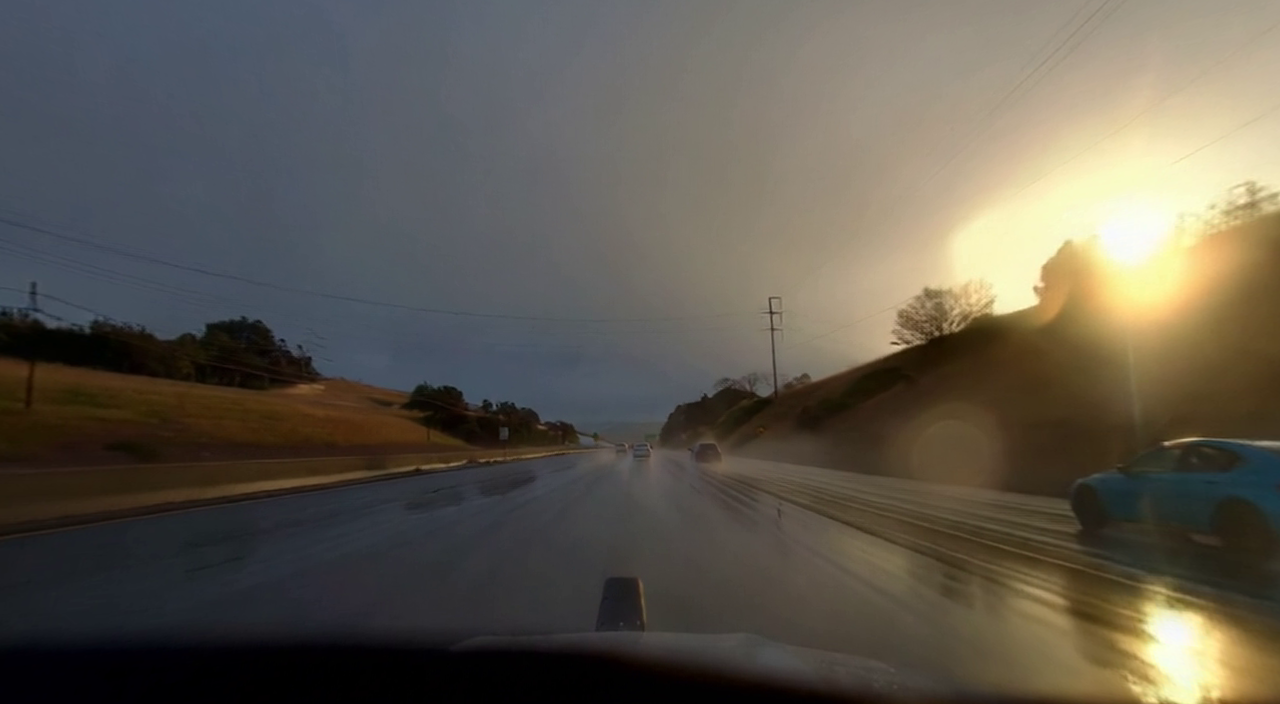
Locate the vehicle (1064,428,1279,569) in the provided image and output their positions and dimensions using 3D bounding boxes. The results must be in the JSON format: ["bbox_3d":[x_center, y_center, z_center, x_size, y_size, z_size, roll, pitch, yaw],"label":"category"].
[{"bbox_3d":[8.087,1.799,8.076,1.970,1.545,4.818,0,-8,0],"label":"vehicle"}]

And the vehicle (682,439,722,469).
[{"bbox_3d":[3.941,6.538,40.697,2.159,1.782,4.673,0,-8,1],"label":"vehicle"}]
